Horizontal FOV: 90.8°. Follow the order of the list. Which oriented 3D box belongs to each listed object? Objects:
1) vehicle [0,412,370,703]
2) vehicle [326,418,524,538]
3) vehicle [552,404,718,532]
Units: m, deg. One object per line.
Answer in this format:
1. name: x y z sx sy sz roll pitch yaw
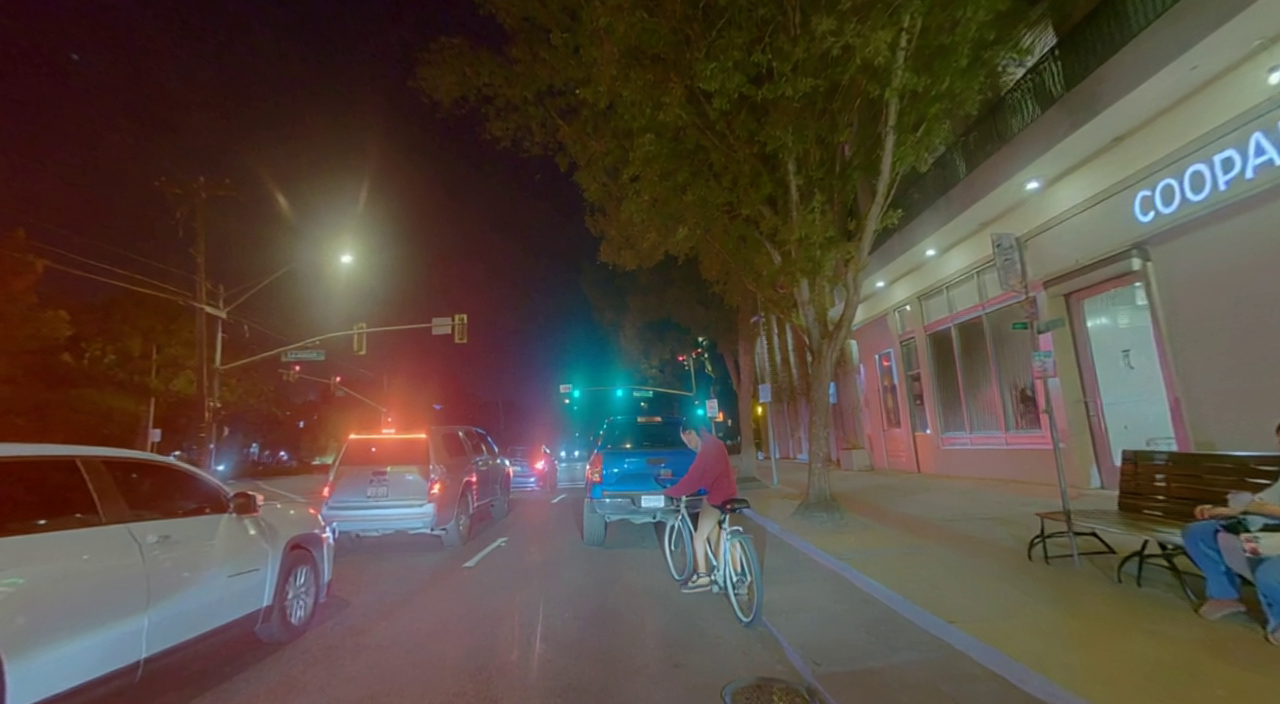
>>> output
1. vehicle: -3.554 1.173 3.694 2.064 1.486 4.140 0 -9 1
2. vehicle: -3.597 2.204 11.630 2.046 1.750 4.452 0 -9 0
3. vehicle: -0.110 2.092 11.896 2.426 1.882 5.027 0 -9 -1
